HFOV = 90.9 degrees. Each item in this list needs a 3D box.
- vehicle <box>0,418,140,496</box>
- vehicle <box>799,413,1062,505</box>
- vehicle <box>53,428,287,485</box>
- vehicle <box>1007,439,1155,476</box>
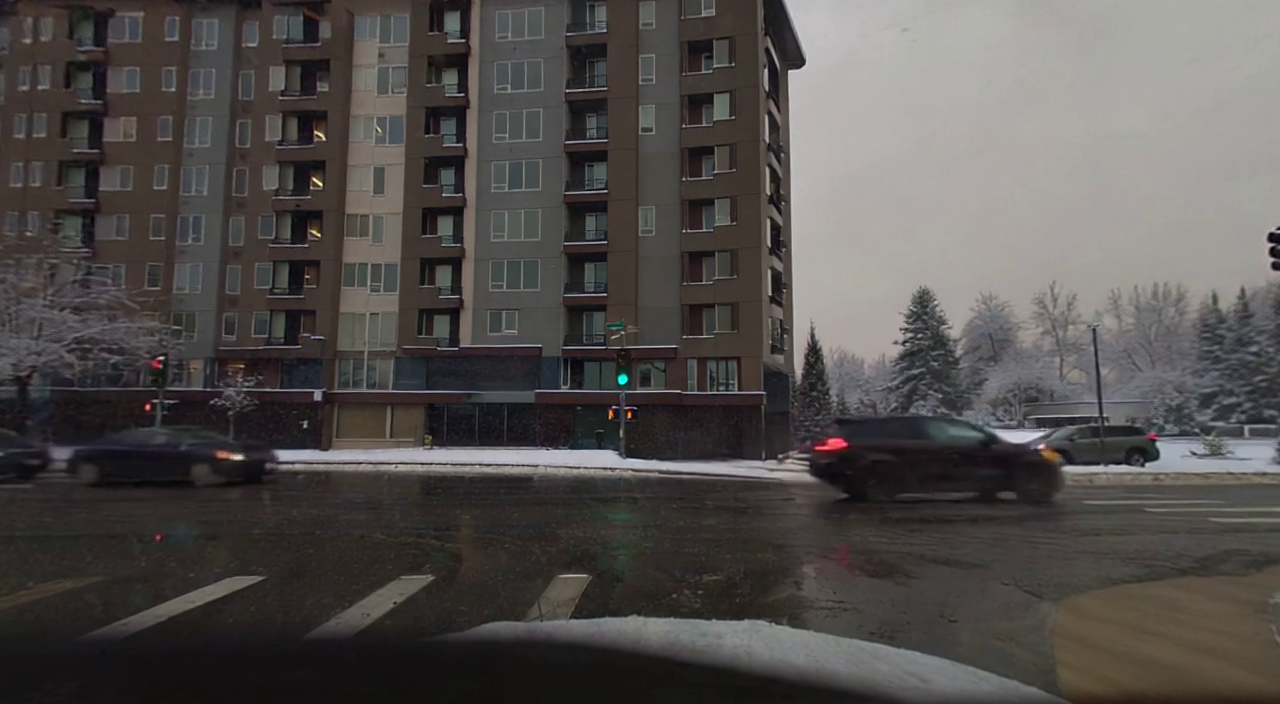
[{"bbox_3d":[-14.410,2.279,13.815,5.203,1.566,1.977,0,-9,0],"label":"vehicle"},{"bbox_3d":[6.162,2.328,13.886,4.724,1.834,2.068,0,-9,0],"label":"vehicle"},{"bbox_3d":[-12.525,2.813,17.077,4.747,1.434,1.960,0,-9,0],"label":"vehicle"},{"bbox_3d":[18.566,4.461,26.692,4.823,1.458,1.914,0,-9,-1],"label":"vehicle"}]
